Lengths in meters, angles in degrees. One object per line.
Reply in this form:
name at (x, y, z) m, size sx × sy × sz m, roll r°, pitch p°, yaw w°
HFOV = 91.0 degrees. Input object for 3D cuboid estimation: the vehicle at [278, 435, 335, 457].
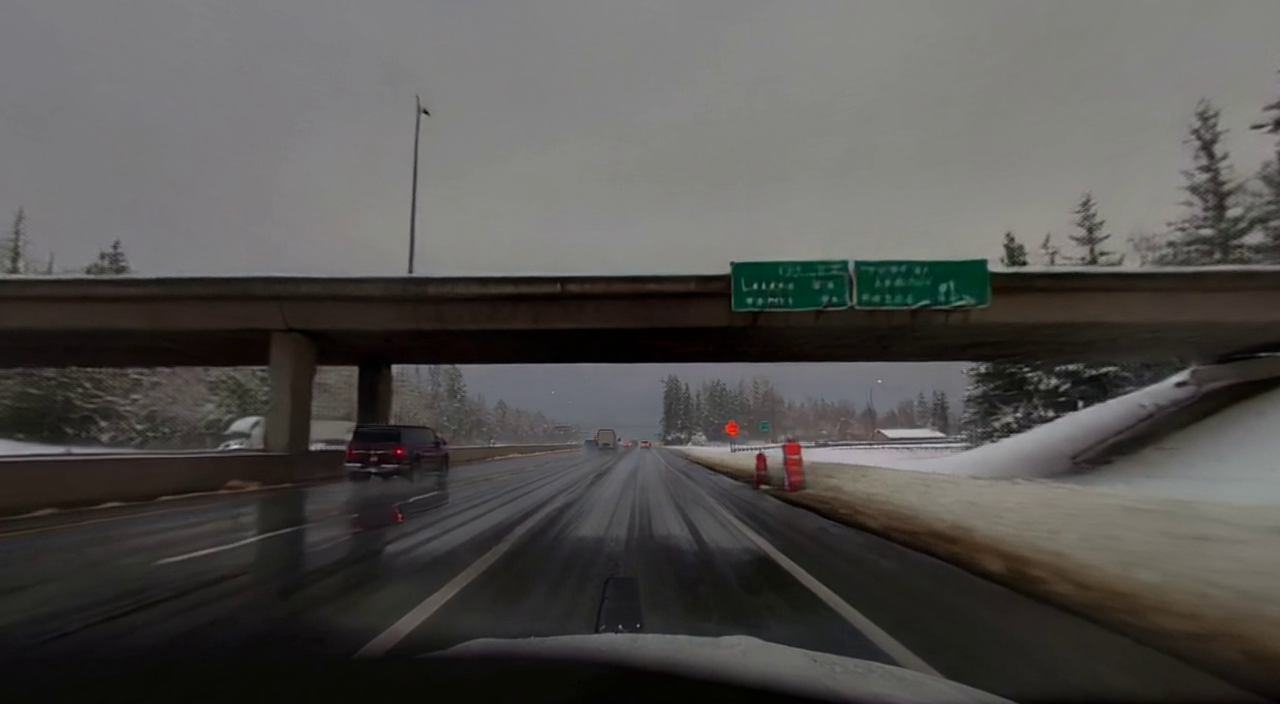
vehicle at (-25.670, 7.301, 48.620) m, size 1.832 × 1.611 × 4.353 m, roll 0°, pitch -9°, yaw 3°

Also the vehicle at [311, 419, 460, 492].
vehicle at (-7.014, 2.917, 18.086) m, size 2.103 × 1.775 × 4.966 m, roll 0°, pitch -8°, yaw 1°

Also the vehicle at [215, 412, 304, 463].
vehicle at (-29.896, 6.776, 49.814) m, size 3.023 × 3.710 × 5.853 m, roll 0°, pitch -8°, yaw 3°
